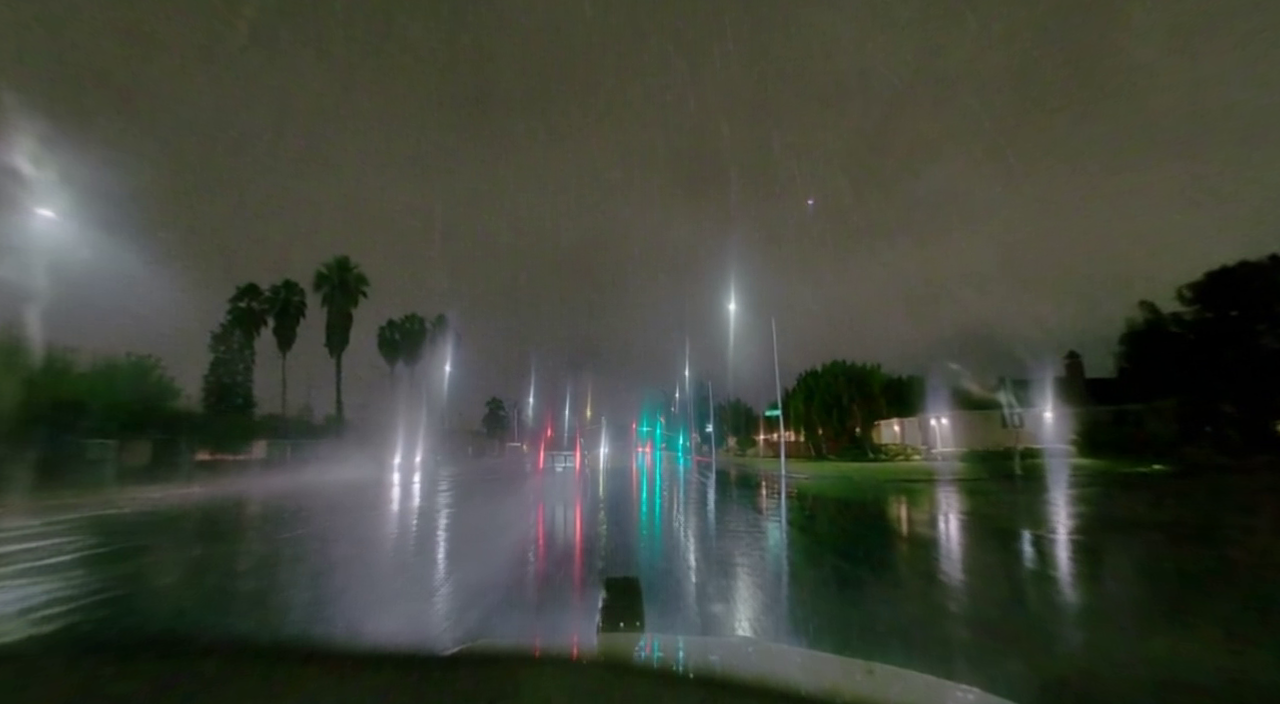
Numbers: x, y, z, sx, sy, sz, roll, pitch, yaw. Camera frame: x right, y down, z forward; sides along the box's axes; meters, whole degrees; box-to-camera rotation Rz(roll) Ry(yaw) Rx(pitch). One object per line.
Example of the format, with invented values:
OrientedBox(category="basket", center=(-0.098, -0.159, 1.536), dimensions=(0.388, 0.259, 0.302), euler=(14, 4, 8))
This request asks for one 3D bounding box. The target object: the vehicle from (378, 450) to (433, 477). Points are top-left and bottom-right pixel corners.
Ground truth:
OrientedBox(category="vehicle", center=(-17.352, 8.250, 46.887), dimensions=(2.105, 1.871, 4.969), euler=(0, -9, 1))

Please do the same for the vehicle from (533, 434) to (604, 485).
OrientedBox(category="vehicle", center=(-2.988, 4.682, 27.689), dimensions=(2.370, 1.968, 5.698), euler=(0, -9, 1))
